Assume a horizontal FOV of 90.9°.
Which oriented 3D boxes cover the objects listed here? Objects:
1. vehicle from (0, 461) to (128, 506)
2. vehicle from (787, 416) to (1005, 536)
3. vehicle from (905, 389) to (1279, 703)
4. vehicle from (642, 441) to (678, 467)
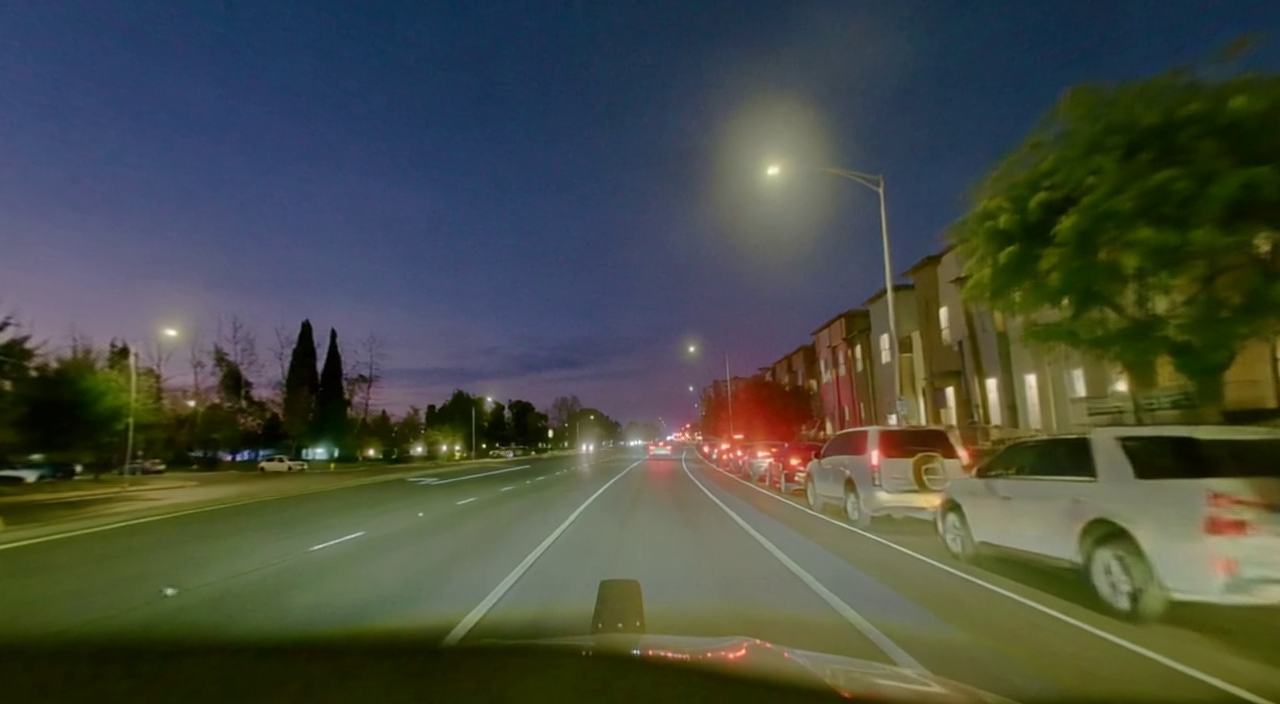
[{"bbox_3d":[-23.162,5.075,24.779,1.909,1.451,4.757,-1,-8,2],"label":"vehicle"},{"bbox_3d":[4.347,2.174,11.708,1.973,1.749,4.608,0,-8,-2],"label":"vehicle"},{"bbox_3d":[4.303,1.331,5.465,1.949,1.616,4.805,0,-8,1],"label":"vehicle"},{"bbox_3d":[1.187,6.110,37.916,2.011,1.480,4.170,-1,-8,2],"label":"vehicle"}]
